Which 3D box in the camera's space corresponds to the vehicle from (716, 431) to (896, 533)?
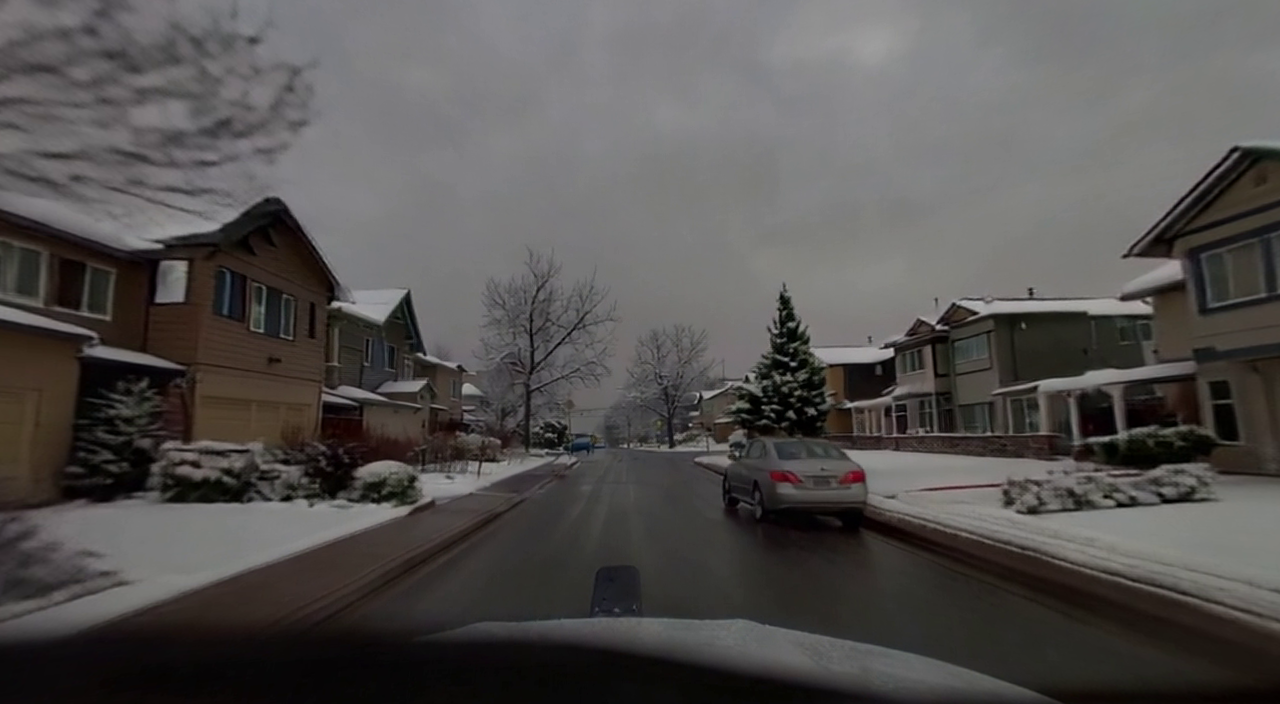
[{"bbox_3d":[2.738,2.208,11.476,1.955,1.498,4.046,0,-8,-3],"label":"vehicle"}]
